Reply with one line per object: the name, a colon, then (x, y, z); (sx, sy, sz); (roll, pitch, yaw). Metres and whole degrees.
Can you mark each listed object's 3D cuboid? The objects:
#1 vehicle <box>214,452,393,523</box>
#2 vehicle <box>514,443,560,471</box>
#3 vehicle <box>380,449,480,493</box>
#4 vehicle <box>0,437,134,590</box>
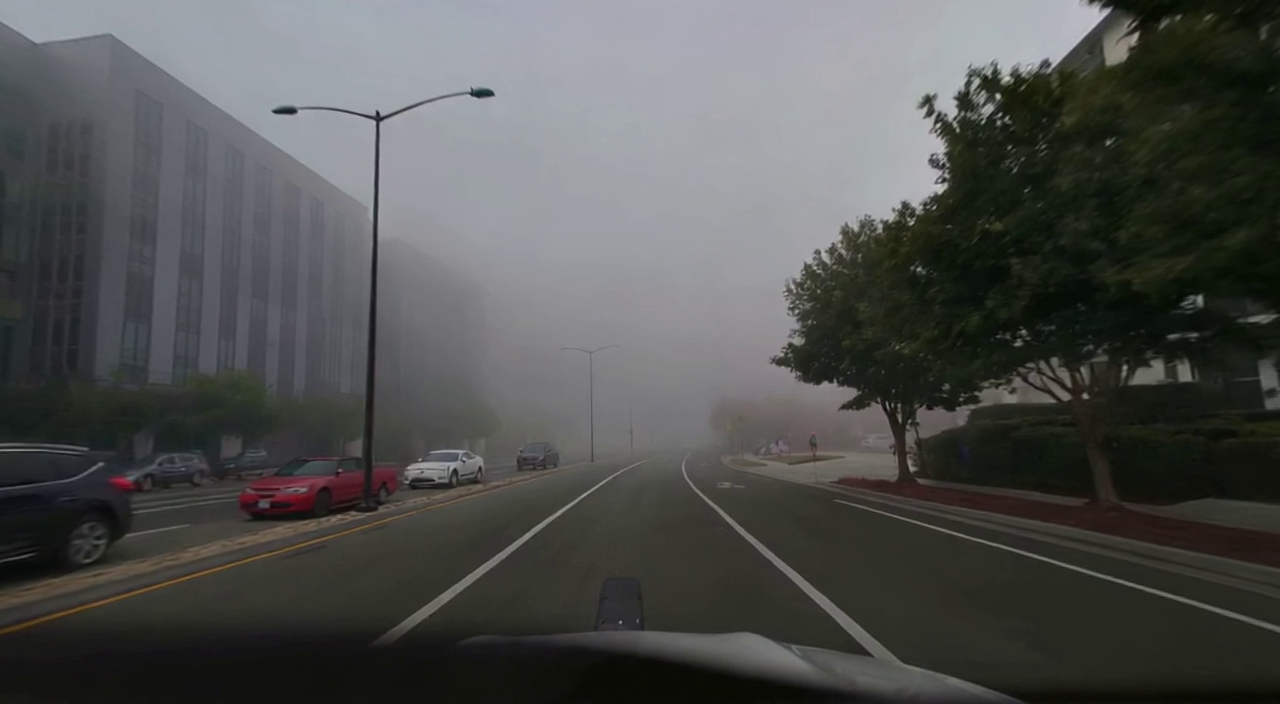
vehicle: (-8.150, 3.285, 15.929); (1.845, 1.456, 4.616); (0, -8, 2)
vehicle: (-6.828, 7.001, 42.327); (1.988, 1.755, 4.568); (-1, -8, 4)
vehicle: (-7.874, 4.470, 24.225); (1.983, 1.486, 4.707); (0, -8, 3)
vehicle: (-8.252, 1.733, 6.535); (2.021, 1.704, 4.756); (0, -8, 1)
